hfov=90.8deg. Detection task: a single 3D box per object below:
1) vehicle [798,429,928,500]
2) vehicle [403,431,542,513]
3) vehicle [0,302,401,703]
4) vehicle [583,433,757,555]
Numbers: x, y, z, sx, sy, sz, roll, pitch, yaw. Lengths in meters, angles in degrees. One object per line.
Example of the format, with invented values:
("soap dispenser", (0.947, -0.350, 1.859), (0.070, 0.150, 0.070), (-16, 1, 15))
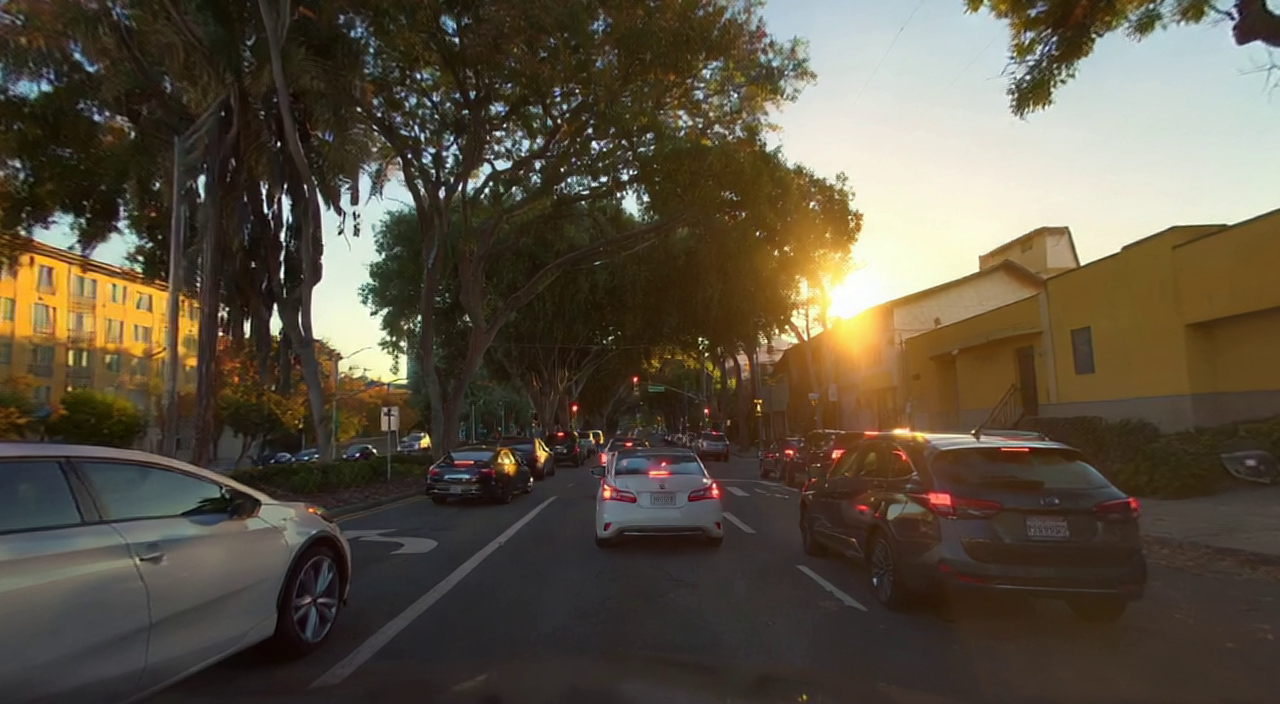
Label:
("vehicle", (6.340, 3.253, 18.676), (2.025, 1.808, 4.579), (0, -9, -2))
("vehicle", (-3.509, 2.613, 14.245), (1.901, 1.522, 4.556), (0, -9, 0))
("vehicle", (-3.270, 0.932, 3.398), (2.152, 1.802, 4.628), (0, -9, 0))
("vehicle", (0.268, 1.993, 9.578), (2.095, 1.438, 3.843), (0, -9, -3))
